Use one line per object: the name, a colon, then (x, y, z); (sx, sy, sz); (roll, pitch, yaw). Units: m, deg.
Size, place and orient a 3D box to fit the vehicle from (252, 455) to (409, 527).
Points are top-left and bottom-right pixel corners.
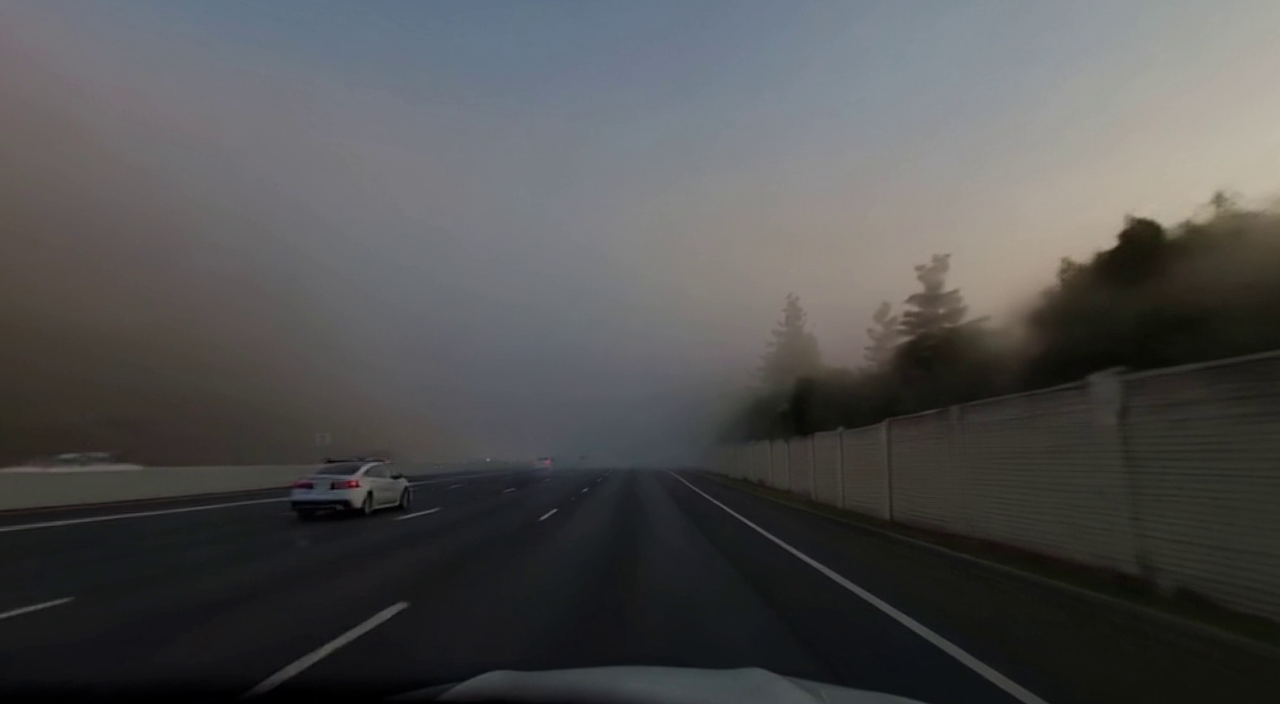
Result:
vehicle: (-7.102, 3.191, 14.948); (1.782, 1.441, 3.751); (0, -9, 1)
